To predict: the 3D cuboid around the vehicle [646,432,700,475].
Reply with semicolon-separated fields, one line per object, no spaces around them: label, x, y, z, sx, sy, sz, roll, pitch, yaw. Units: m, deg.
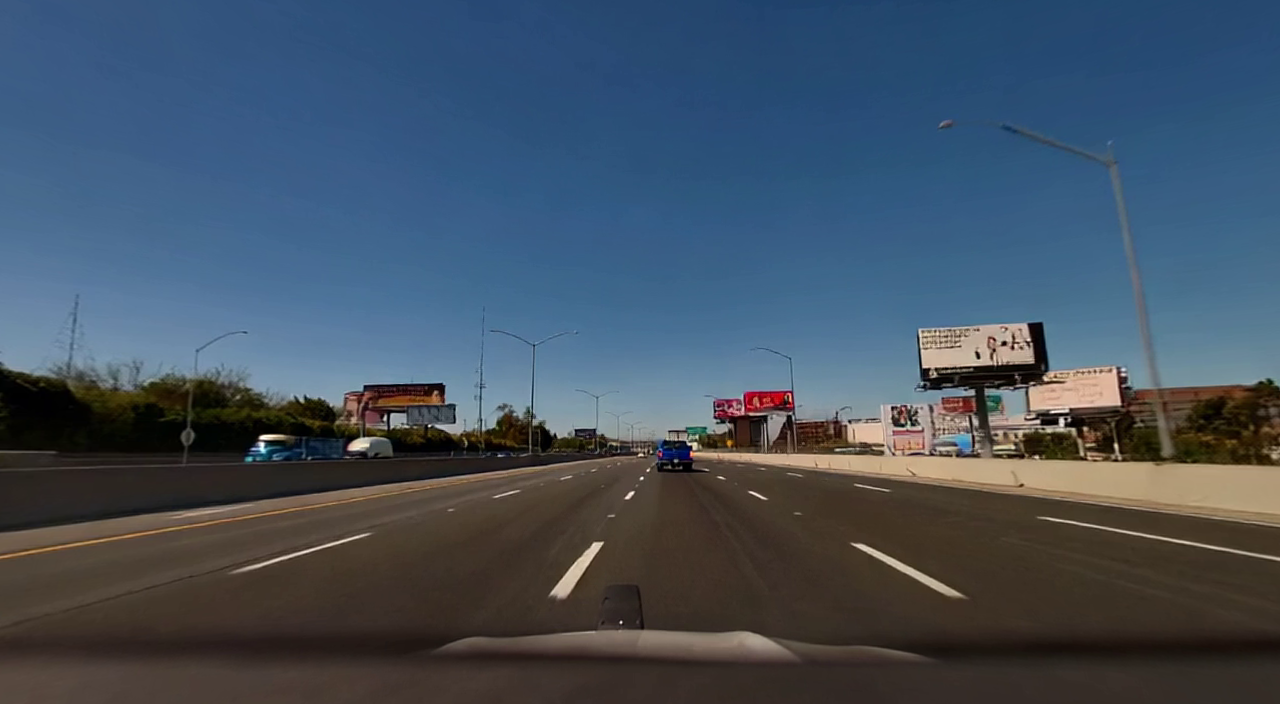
vehicle;1.830;5.661;35.202;2.740;2.157;6.300;-1;-9;3
